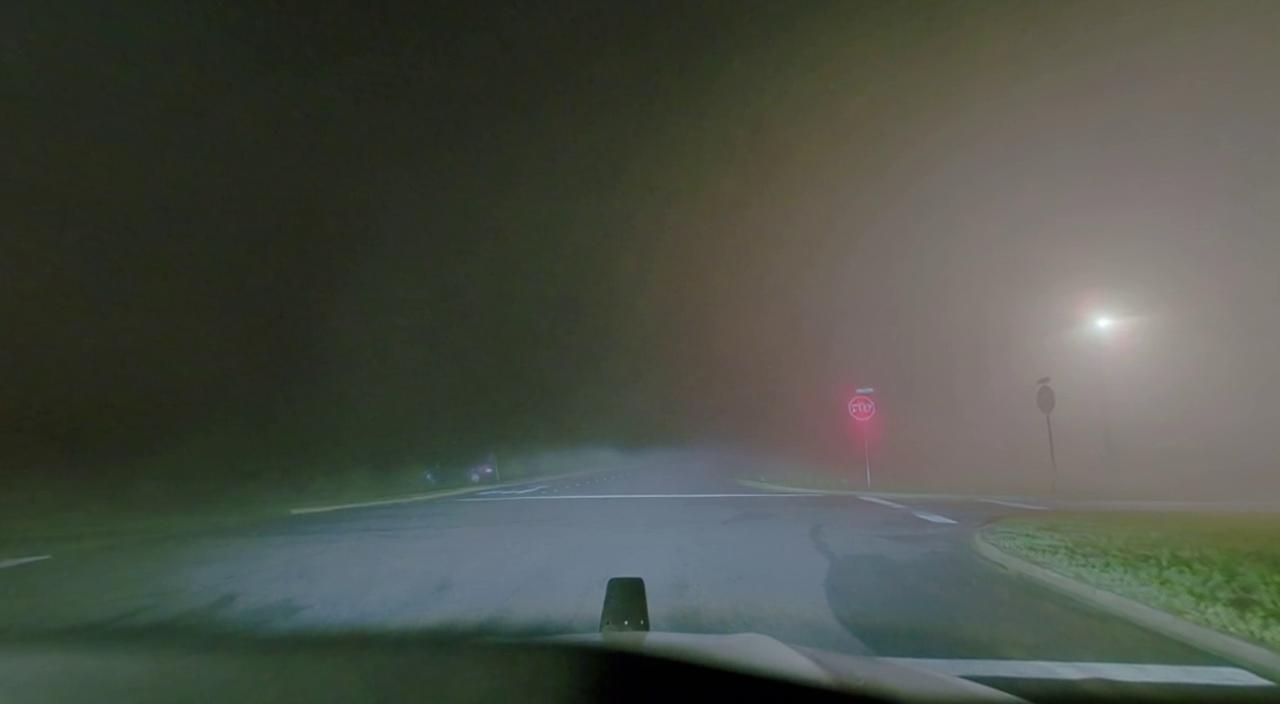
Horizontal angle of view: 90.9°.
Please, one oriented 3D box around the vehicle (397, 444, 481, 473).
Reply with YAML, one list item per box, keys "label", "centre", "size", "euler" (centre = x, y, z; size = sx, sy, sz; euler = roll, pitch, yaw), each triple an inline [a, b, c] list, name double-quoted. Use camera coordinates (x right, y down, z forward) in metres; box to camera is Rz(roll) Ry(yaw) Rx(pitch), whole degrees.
- label: "vehicle"
  centre: [-12.665, 6.725, 39.919]
  size: [4.590, 1.735, 1.973]
  euler: [0, -9, 3]
